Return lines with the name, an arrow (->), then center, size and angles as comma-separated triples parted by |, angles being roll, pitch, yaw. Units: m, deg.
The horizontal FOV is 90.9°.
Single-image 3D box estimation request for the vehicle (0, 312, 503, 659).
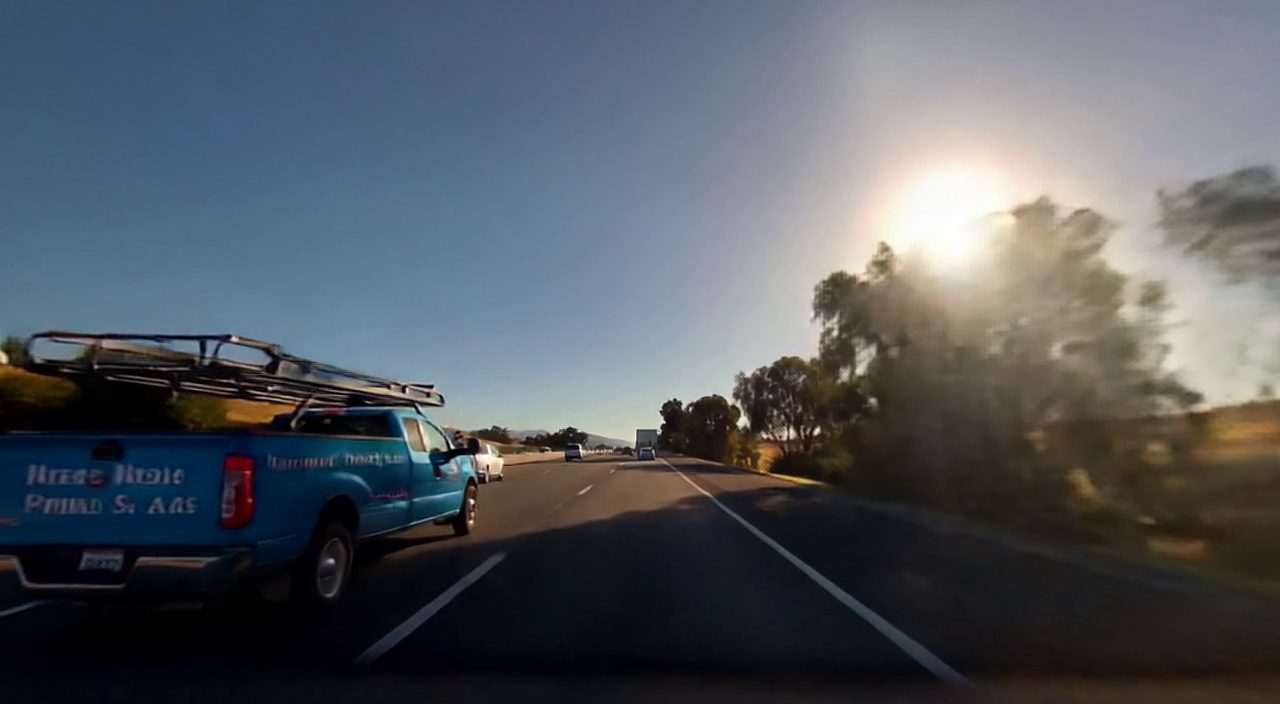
vehicle -> -3.835, 1.360, 7.658 | 2.791, 2.330, 6.725 | 0, -8, 0
